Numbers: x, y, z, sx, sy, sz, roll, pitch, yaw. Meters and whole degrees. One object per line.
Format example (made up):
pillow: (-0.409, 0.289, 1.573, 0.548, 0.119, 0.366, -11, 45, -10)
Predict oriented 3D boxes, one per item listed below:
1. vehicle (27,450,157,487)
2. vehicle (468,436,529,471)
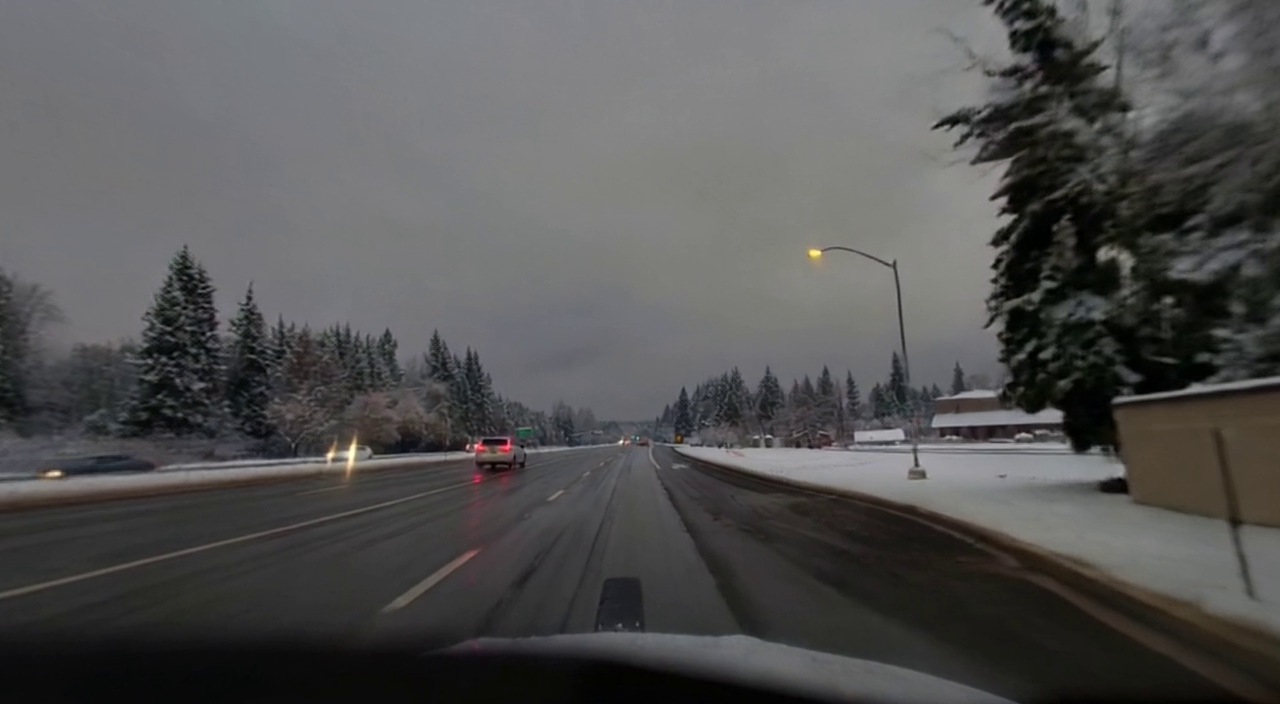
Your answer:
vehicle: (-25.366, 5.381, 29.537, 1.919, 1.514, 4.811, 0, -9, -3)
vehicle: (-7.470, 5.419, 33.913, 2.115, 1.711, 4.722, 0, -9, 1)
